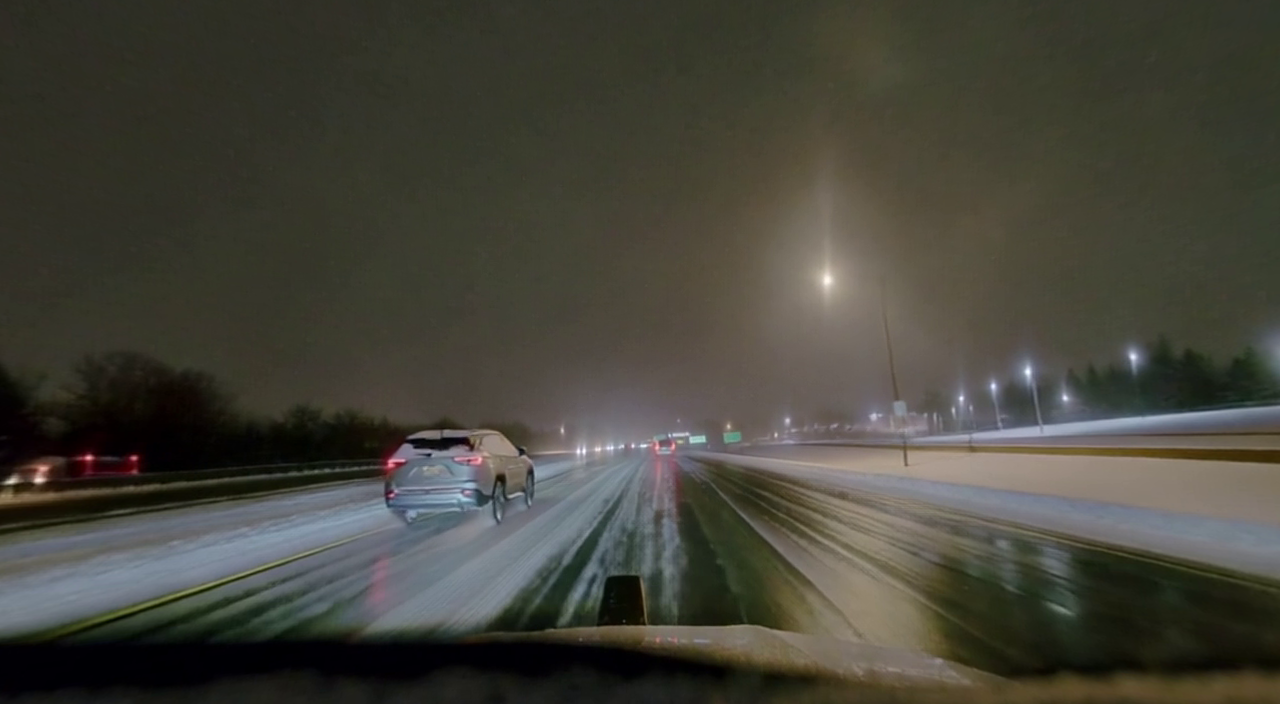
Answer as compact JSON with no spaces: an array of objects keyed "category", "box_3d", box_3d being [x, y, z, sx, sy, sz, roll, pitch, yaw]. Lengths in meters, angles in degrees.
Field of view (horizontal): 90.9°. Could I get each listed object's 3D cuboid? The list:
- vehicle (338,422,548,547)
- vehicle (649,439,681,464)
[{"category":"vehicle","box_3d":[-3.068,2.172,11.059,2.143,1.693,4.513,-1,-8,1]},{"category":"vehicle","box_3d":[1.685,6.848,43.594,2.073,1.621,3.993,-1,-8,1]}]
